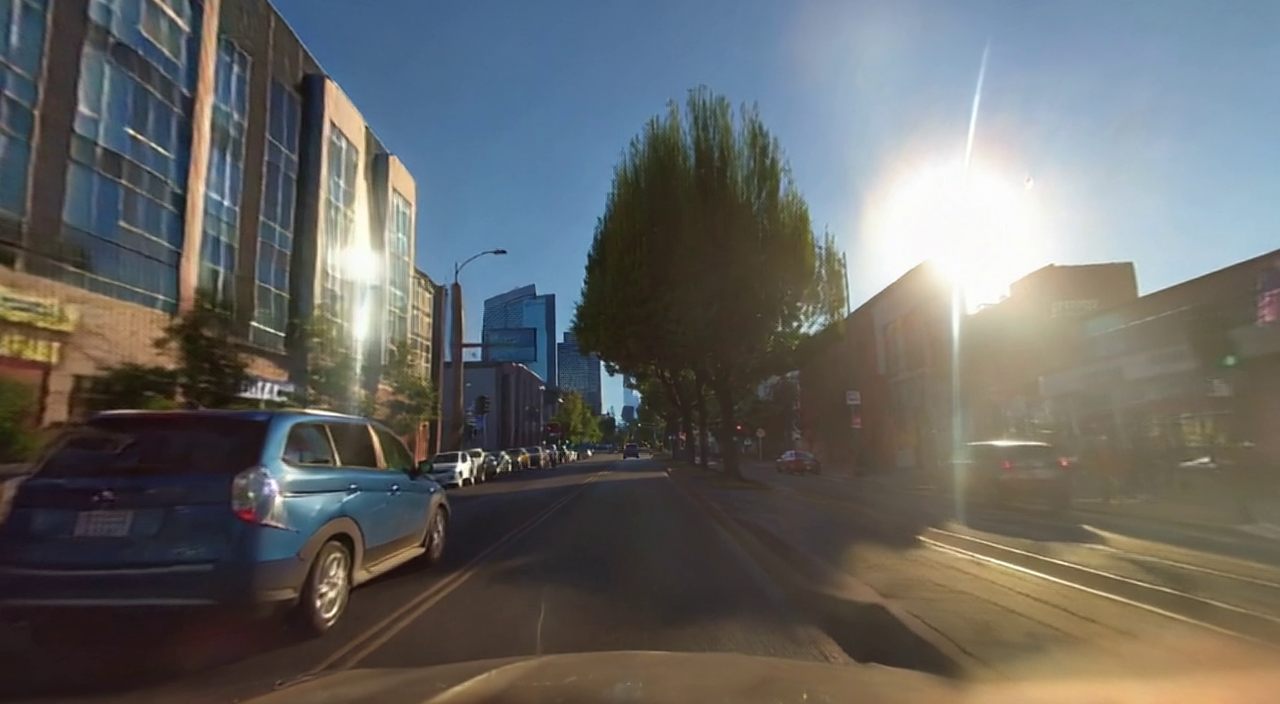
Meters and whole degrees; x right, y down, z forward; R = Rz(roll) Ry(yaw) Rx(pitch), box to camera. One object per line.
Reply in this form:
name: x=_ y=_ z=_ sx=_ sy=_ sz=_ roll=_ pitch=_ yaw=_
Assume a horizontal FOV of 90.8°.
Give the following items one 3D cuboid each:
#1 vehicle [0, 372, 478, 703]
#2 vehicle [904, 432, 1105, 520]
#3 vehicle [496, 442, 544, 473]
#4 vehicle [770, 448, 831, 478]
vehicle: x=-3.030 y=1.304 z=5.577 sx=2.002 sy=1.756 sz=4.366 roll=0 pitch=-8 yaw=0
vehicle: x=9.250 y=3.154 z=16.822 sx=2.129 sy=1.929 sz=5.537 roll=-1 pitch=-8 yaw=1
vehicle: x=-6.947 y=6.141 z=37.123 sx=1.848 sy=1.710 sz=4.354 roll=-1 pitch=-8 yaw=2
vehicle: x=8.694 y=6.037 z=34.649 sx=1.954 sy=1.478 sz=4.625 roll=0 pitch=-8 yaw=-2
